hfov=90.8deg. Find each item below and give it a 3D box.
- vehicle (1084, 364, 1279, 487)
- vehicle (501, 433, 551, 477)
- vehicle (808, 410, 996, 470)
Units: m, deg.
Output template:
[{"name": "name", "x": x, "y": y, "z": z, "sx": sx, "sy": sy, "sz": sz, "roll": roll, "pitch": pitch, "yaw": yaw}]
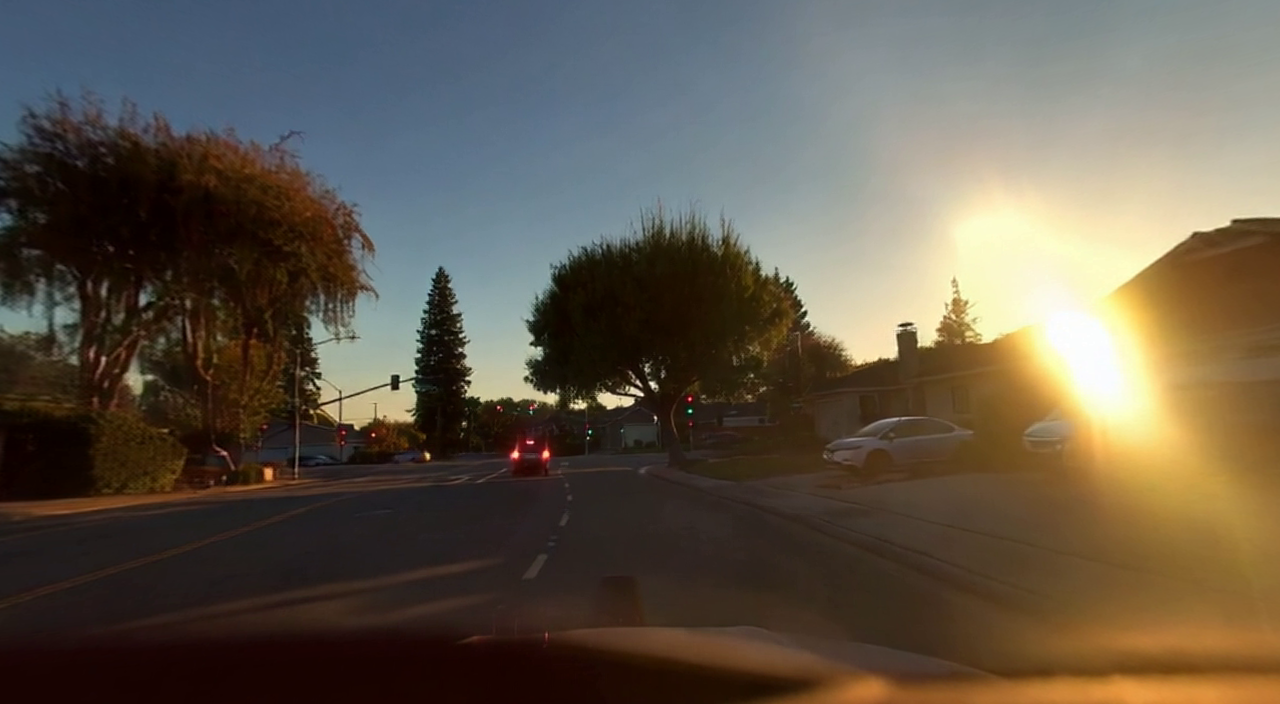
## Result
[{"name": "vehicle", "x": 9.405, "y": 1.109, "z": 9.336, "sx": 4.231, "sy": 1.592, "sz": 1.953, "roll": 0, "pitch": -9, "yaw": -4}, {"name": "vehicle", "x": -5.171, "y": 4.726, "z": 29.282, "sx": 2.041, "sy": 1.834, "sz": 4.679, "roll": 1, "pitch": -9, "yaw": -8}, {"name": "vehicle", "x": 7.605, "y": 2.598, "z": 18.616, "sx": 4.663, "sy": 1.618, "sz": 1.962, "roll": 1, "pitch": -9, "yaw": -7}]
